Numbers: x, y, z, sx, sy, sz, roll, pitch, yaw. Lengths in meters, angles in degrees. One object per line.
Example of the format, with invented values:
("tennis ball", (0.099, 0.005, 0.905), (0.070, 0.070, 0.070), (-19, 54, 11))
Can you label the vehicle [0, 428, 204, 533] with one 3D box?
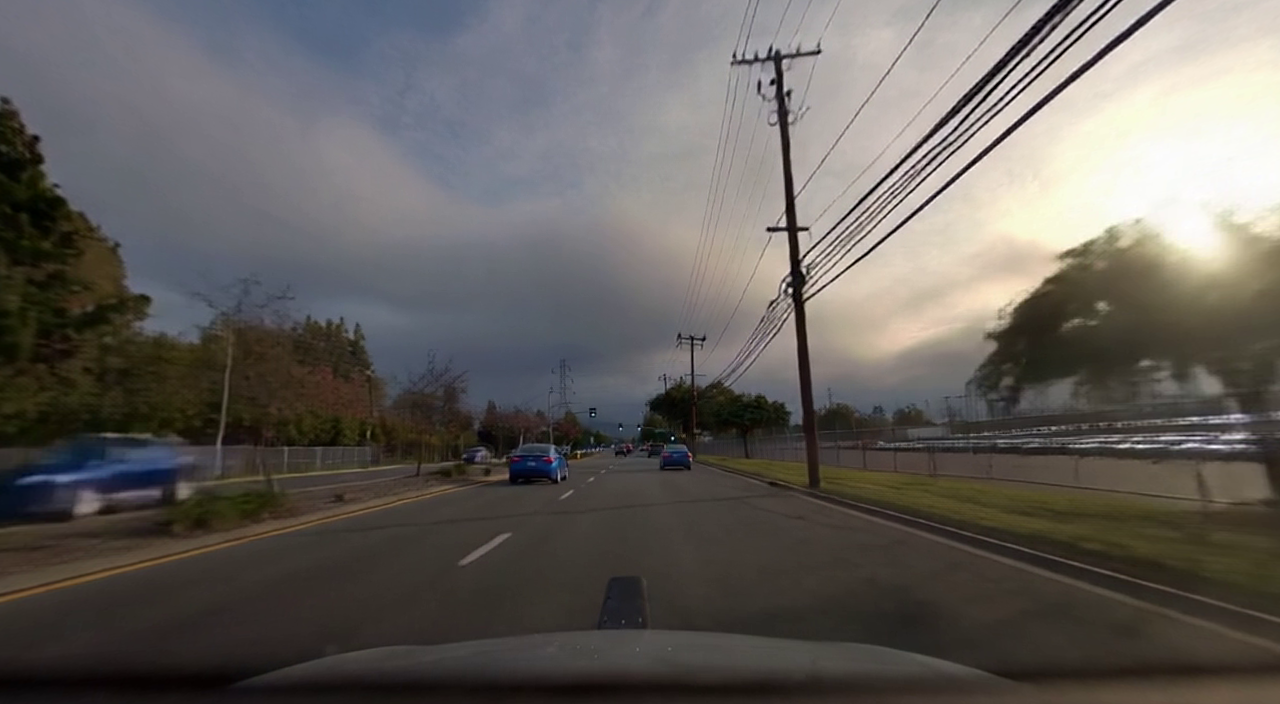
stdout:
("vehicle", (-12.188, 2.599, 13.304), (2.090, 1.815, 5.244), (0, -8, 0))

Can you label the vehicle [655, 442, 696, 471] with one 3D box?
("vehicle", (1.900, 5.779, 34.809), (2.059, 1.486, 3.980), (0, -8, 0))

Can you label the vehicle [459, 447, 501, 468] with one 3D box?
("vehicle", (-12.587, 8.277, 49.626), (2.028, 1.534, 4.589), (-1, -8, 1))

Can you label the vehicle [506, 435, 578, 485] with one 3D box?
("vehicle", (-3.619, 4.064, 23.962), (1.950, 1.692, 4.397), (-1, -8, 1))
